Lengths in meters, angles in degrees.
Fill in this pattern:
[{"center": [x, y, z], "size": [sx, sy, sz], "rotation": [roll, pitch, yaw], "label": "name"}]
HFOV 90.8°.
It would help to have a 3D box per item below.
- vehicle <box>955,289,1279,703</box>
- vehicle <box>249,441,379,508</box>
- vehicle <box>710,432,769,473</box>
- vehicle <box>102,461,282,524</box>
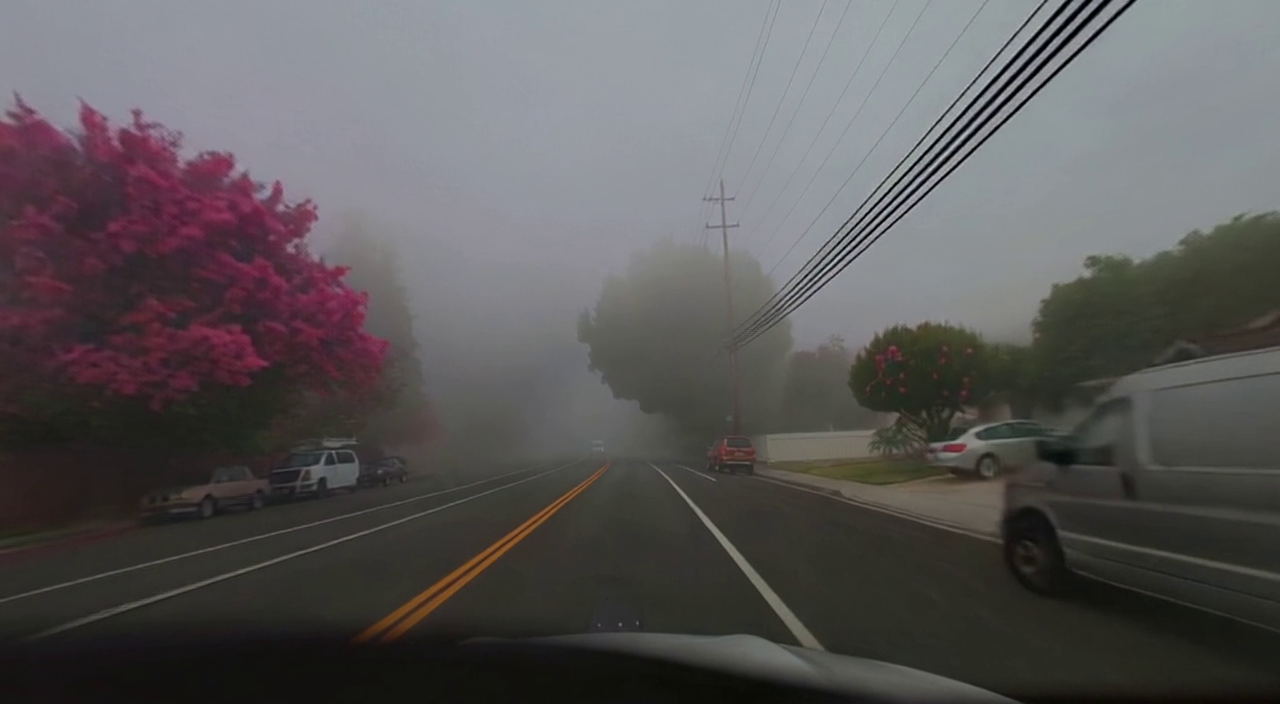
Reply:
[{"center": [4.666, 0.811, 3.372], "size": [2.578, 2.248, 7.011], "rotation": [-1, -9, 2], "label": "vehicle"}, {"center": [-13.130, 4.900, 26.050], "size": [2.331, 2.265, 5.888], "rotation": [-2, -7, -1], "label": "vehicle"}, {"center": [5.197, 5.329, 33.763], "size": [2.238, 1.995, 5.491], "rotation": [0, -9, 0], "label": "vehicle"}, {"center": [-13.320, 4.163, 19.256], "size": [2.041, 1.573, 4.575], "rotation": [0, -9, 1], "label": "vehicle"}]
